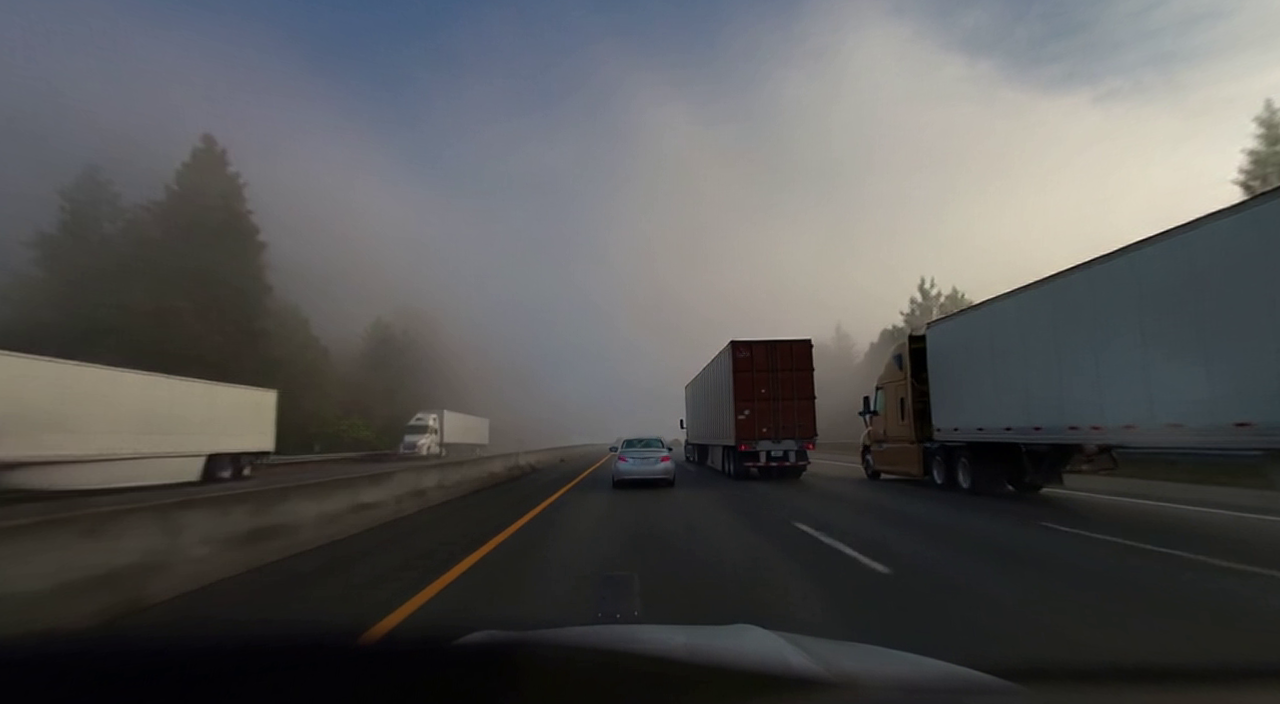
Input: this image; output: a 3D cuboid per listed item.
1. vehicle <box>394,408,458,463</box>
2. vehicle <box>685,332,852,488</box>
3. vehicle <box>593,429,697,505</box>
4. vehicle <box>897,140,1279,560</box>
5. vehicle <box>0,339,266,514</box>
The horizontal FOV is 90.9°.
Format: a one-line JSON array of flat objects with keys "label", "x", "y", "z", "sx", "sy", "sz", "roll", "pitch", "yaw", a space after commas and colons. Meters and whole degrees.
[{"label": "vehicle", "x": -16.824, "y": 6.608, "z": 49.990, "sx": 2.903, "sy": 4.010, "sz": 6.212, "roll": 0, "pitch": -8, "yaw": -1}, {"label": "vehicle", "x": 3.853, "y": 2.425, "z": 23.603, "sx": 2.888, "sy": 4.099, "sz": 14.183, "roll": 0, "pitch": -8, "yaw": -2}, {"label": "vehicle", "x": 0.046, "y": 2.500, "z": 14.241, "sx": 2.038, "sy": 1.477, "sz": 3.773, "roll": 0, "pitch": -8, "yaw": -2}, {"label": "vehicle", "x": 8.149, "y": 0.251, "z": 8.585, "sx": 3.110, "sy": 4.308, "sz": 14.260, "roll": 0, "pitch": -8, "yaw": -1}, {"label": "vehicle", "x": -16.598, "y": 2.276, "z": 18.653, "sx": 2.840, "sy": 4.093, "sz": 13.930, "roll": 0, "pitch": -8, "yaw": -1}]
